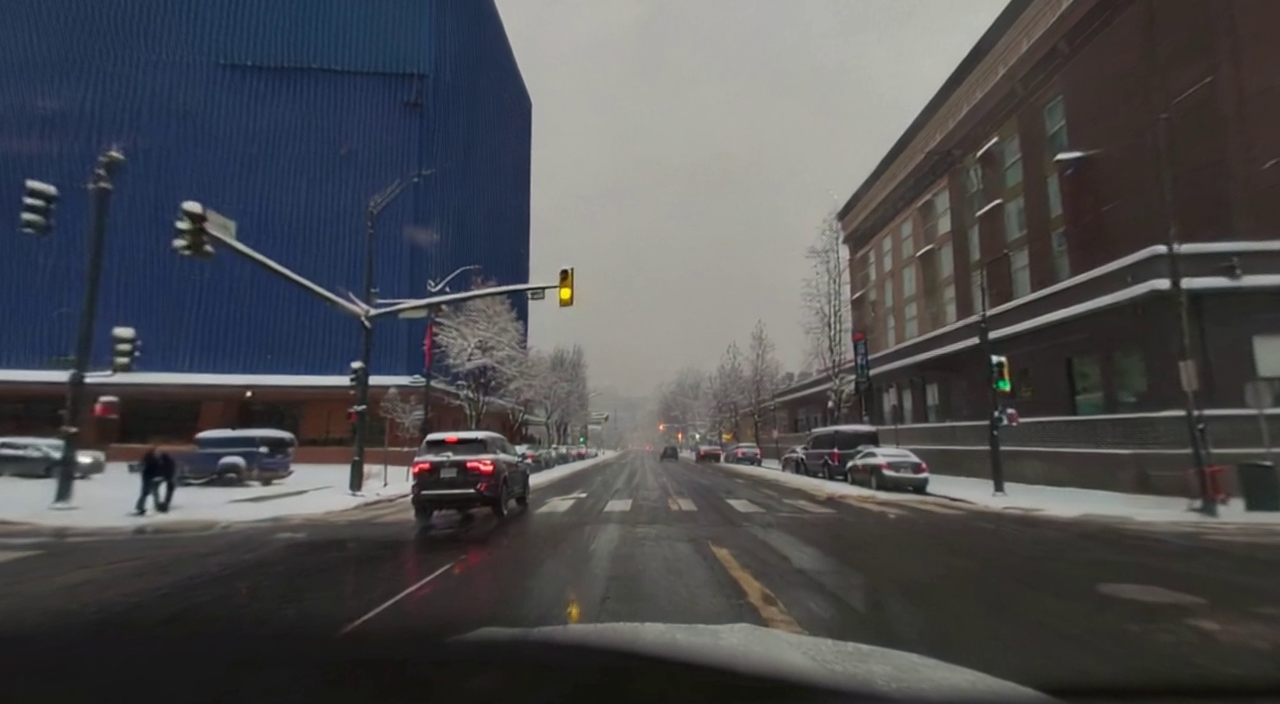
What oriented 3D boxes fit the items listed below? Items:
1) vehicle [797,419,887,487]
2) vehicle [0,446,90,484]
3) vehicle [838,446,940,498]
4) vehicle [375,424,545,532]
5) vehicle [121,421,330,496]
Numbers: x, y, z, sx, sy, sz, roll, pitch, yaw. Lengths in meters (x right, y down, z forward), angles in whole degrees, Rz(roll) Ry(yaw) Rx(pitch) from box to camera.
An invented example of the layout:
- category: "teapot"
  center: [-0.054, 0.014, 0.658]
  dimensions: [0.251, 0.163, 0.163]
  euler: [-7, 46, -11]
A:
- category: "vehicle"
  center: [9.046, 4.618, 29.015]
  dimensions: [2.285, 2.778, 5.847]
  euler: [0, -9, 1]
- category: "vehicle"
  center: [-25.245, 4.600, 25.770]
  dimensions: [3.998, 1.423, 1.754]
  euler: [-1, -7, 2]
- category: "vehicle"
  center: [8.799, 4.251, 22.767]
  dimensions: [1.854, 1.663, 4.300]
  euler: [0, -9, 0]
- category: "vehicle"
  center: [-3.294, 2.408, 12.607]
  dimensions: [2.002, 1.756, 4.366]
  euler: [0, -9, 1]
- category: "vehicle"
  center: [-13.577, 3.521, 21.042]
  dimensions: [5.188, 2.293, 2.381]
  euler: [0, -9, -1]
